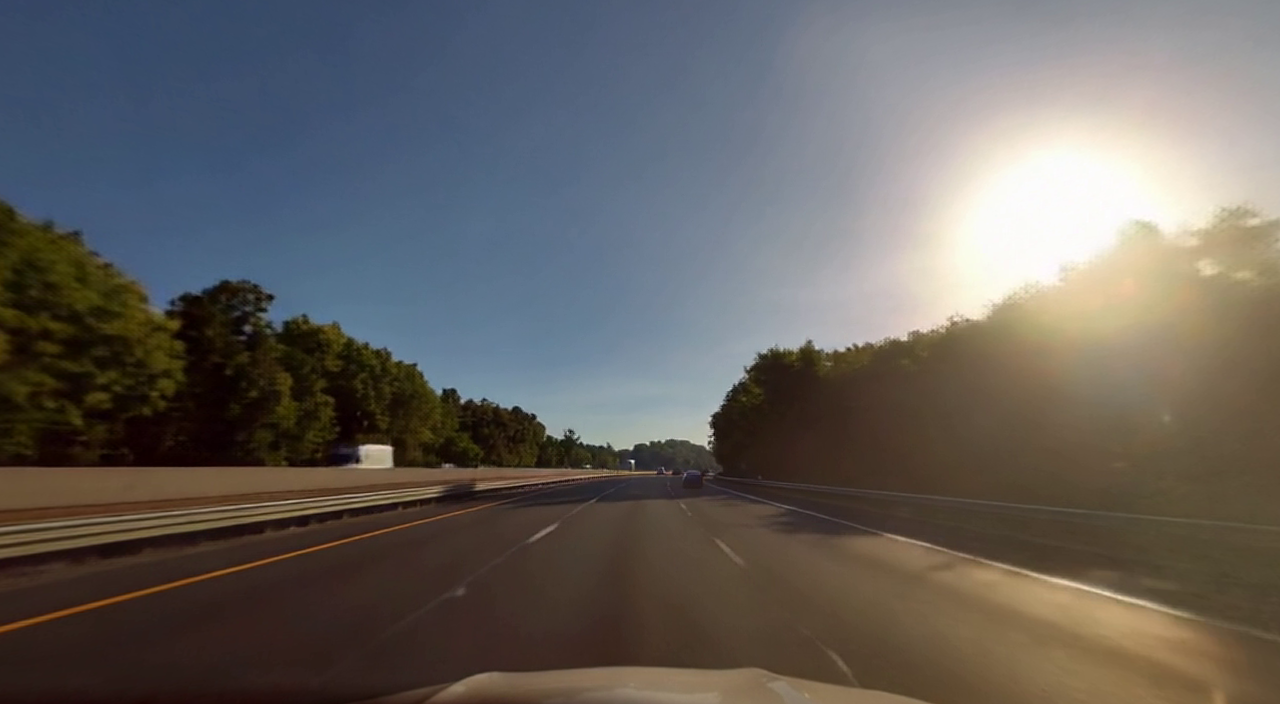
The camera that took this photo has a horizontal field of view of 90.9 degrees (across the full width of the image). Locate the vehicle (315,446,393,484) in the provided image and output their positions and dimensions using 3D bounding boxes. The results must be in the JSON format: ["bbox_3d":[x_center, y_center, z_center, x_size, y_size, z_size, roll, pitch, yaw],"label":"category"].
[{"bbox_3d":[-20.106,8.041,44.685,2.334,2.489,6.279,0,-11,2],"label":"vehicle"}]

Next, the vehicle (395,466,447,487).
[{"bbox_3d":[-15.887,9.024,45.885,2.069,1.437,4.286,0,-10,3],"label":"vehicle"}]
